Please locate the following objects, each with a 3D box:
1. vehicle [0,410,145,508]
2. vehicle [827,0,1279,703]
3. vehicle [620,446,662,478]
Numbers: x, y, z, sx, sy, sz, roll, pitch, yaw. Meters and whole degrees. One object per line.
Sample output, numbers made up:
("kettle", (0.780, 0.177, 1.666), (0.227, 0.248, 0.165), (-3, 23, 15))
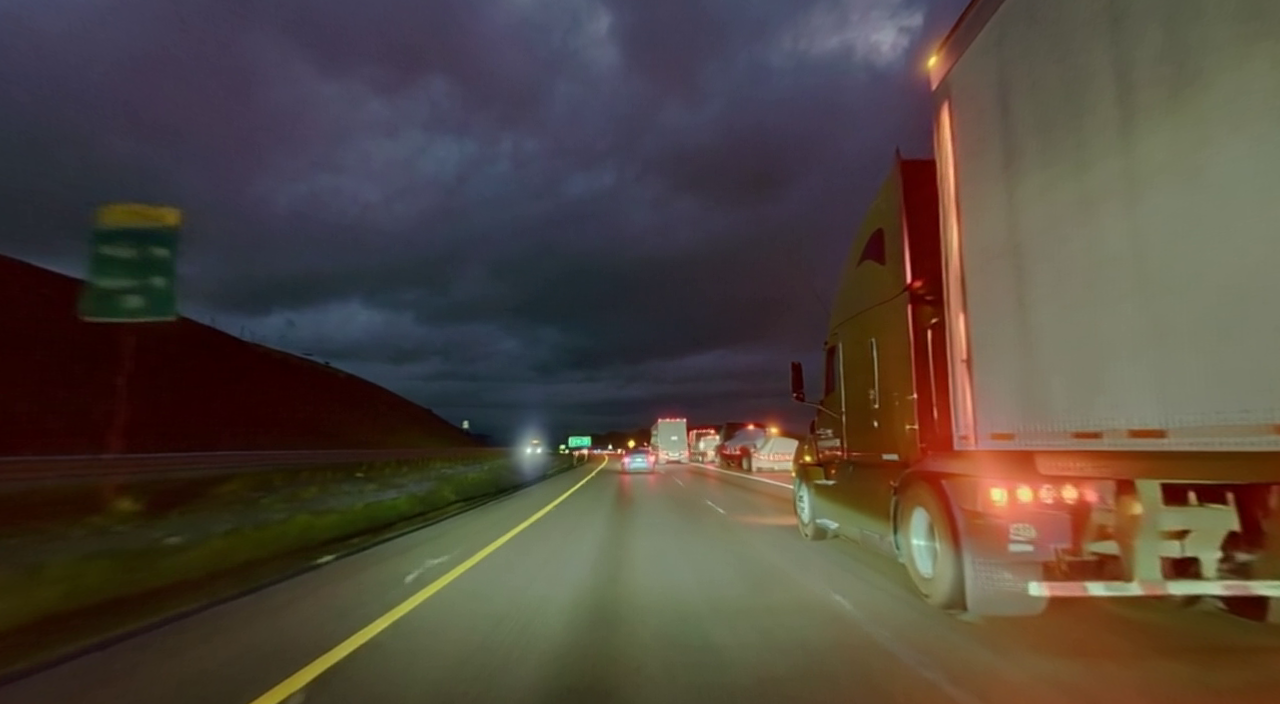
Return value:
("vehicle", (-12.761, 2.158, 12.806), (2.012, 1.783, 4.216), (0, -9, -1))
("vehicle", (3.641, -0.536, 0.453), (2.874, 4.065, 14.243), (0, -9, 1))
("vehicle", (0.016, 5.312, 30.611), (1.927, 1.437, 3.794), (0, -9, -1))
